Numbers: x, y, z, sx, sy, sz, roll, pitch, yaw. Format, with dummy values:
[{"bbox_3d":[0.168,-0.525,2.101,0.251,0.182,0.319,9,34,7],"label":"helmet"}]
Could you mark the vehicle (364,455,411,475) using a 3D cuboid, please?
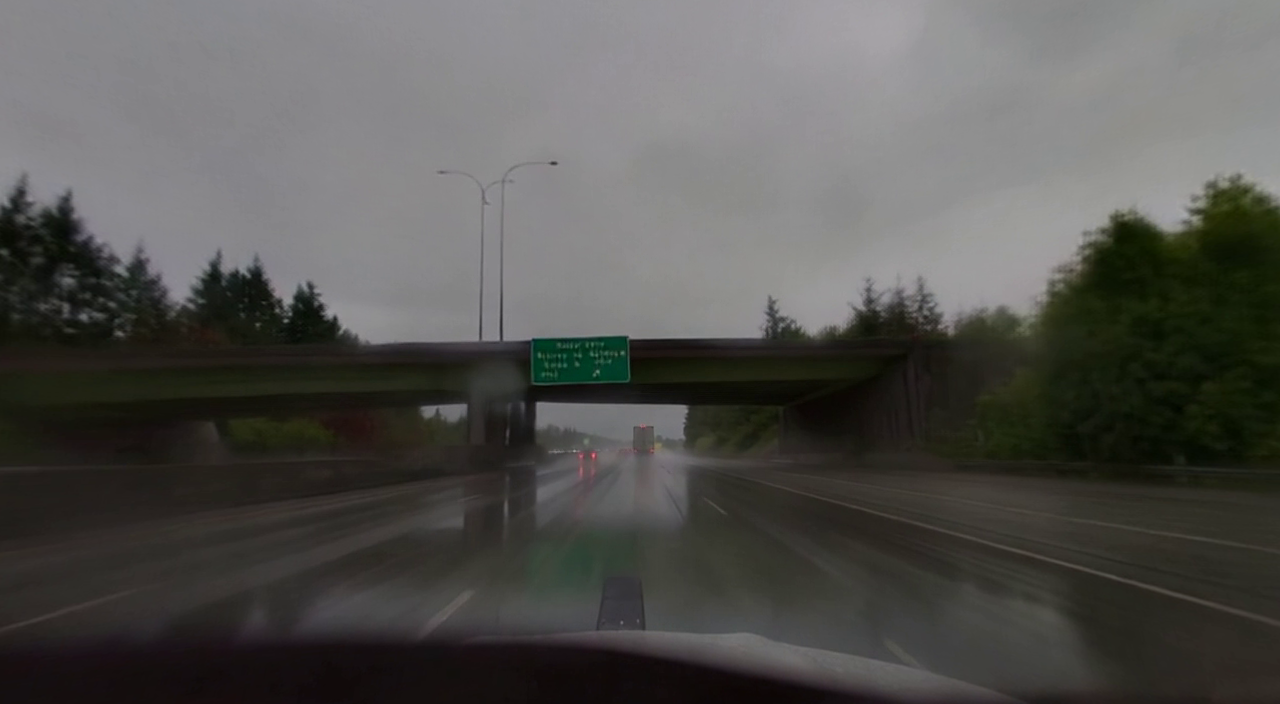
[{"bbox_3d":[-19.245,8.622,48.271,1.995,1.461,3.744,0,-9,0],"label":"vehicle"}]
